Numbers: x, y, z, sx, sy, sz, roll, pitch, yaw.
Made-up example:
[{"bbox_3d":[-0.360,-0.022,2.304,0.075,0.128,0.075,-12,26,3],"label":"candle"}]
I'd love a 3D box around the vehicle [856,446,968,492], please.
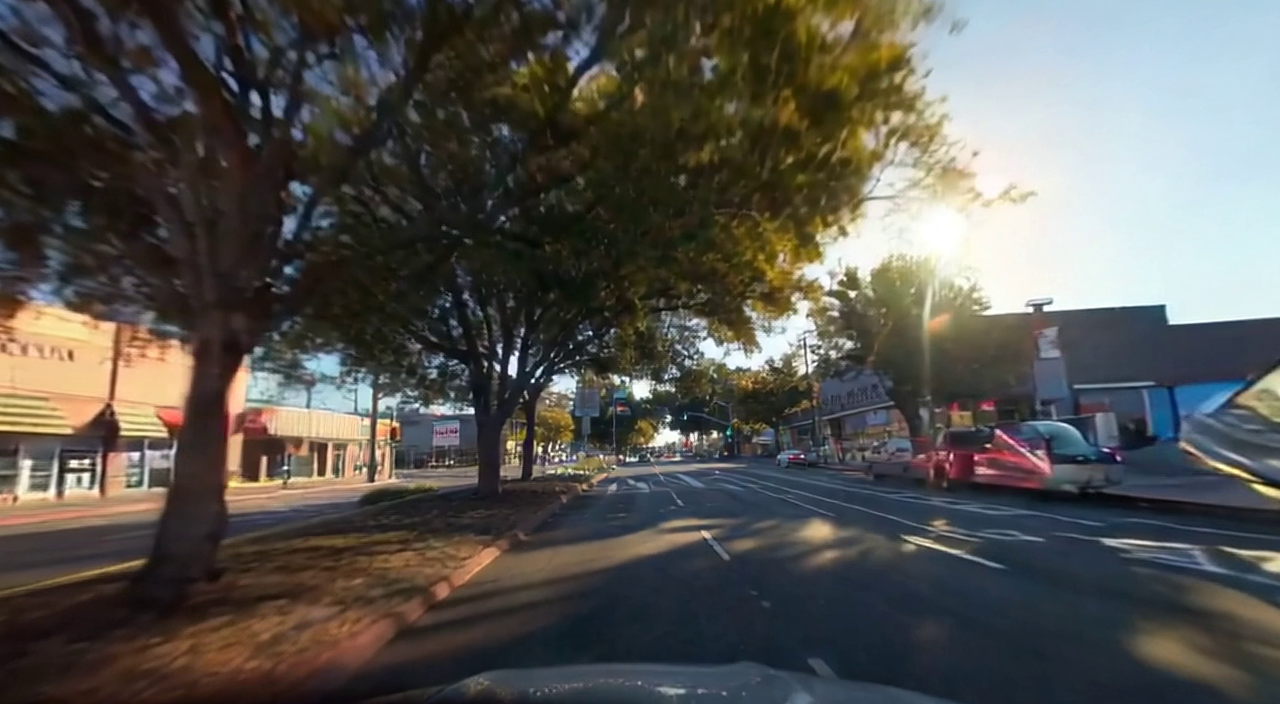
[{"bbox_3d":[9.852,4.226,23.337,1.944,1.499,4.698,0,-9,-1],"label":"vehicle"}]

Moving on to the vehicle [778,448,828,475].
[{"bbox_3d":[9.558,6.425,37.361,1.844,1.449,4.149,0,-9,0],"label":"vehicle"}]

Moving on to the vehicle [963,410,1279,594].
[{"bbox_3d":[10.229,2.015,10.389,6.229,2.004,6.552,-2,-7,-2],"label":"vehicle"}]
